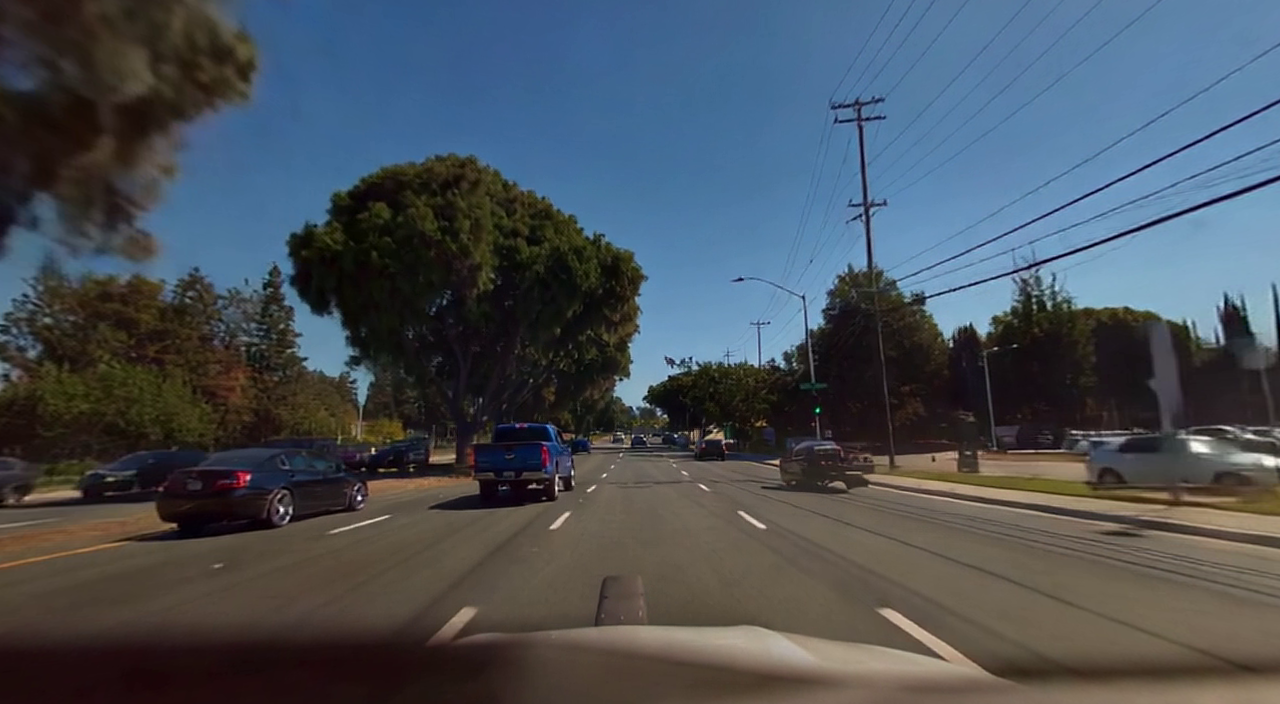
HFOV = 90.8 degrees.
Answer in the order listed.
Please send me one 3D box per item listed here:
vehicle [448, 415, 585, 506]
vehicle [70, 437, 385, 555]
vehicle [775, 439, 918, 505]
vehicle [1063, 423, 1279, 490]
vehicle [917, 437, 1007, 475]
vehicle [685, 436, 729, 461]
[{"bbox_3d":[-3.012,2.864,17.161,2.467,1.991,6.089,0,-8,1],"label":"vehicle"},{"bbox_3d":[-6.291,2.215,10.557,2.035,1.497,4.723,0,-8,1],"label":"vehicle"},{"bbox_3d":[5.052,2.981,16.237,1.840,1.428,4.602,0,-8,-4],"label":"vehicle"},{"bbox_3d":[18.004,3.483,21.468,2.267,1.925,5.964,2,-9,-13],"label":"vehicle"},{"bbox_3d":[16.514,5.365,32.775,2.044,1.812,4.935,0,-8,0],"label":"vehicle"},{"bbox_3d":[4.057,5.954,39.170,2.071,1.435,4.226,0,-8,-3],"label":"vehicle"}]
